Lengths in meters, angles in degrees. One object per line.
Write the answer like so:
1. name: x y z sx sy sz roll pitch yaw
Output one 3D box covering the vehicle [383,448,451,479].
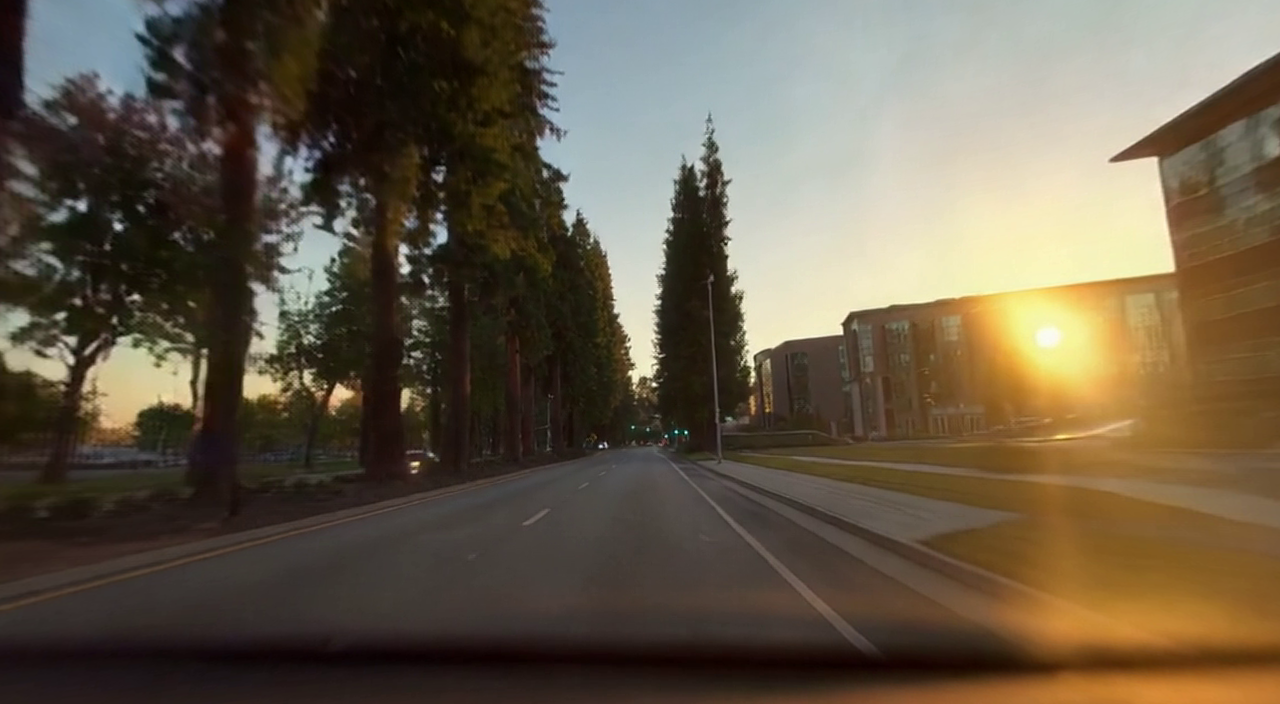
1. vehicle: -11.418 5.717 32.448 1.881 1.445 4.280 0 -8 1
